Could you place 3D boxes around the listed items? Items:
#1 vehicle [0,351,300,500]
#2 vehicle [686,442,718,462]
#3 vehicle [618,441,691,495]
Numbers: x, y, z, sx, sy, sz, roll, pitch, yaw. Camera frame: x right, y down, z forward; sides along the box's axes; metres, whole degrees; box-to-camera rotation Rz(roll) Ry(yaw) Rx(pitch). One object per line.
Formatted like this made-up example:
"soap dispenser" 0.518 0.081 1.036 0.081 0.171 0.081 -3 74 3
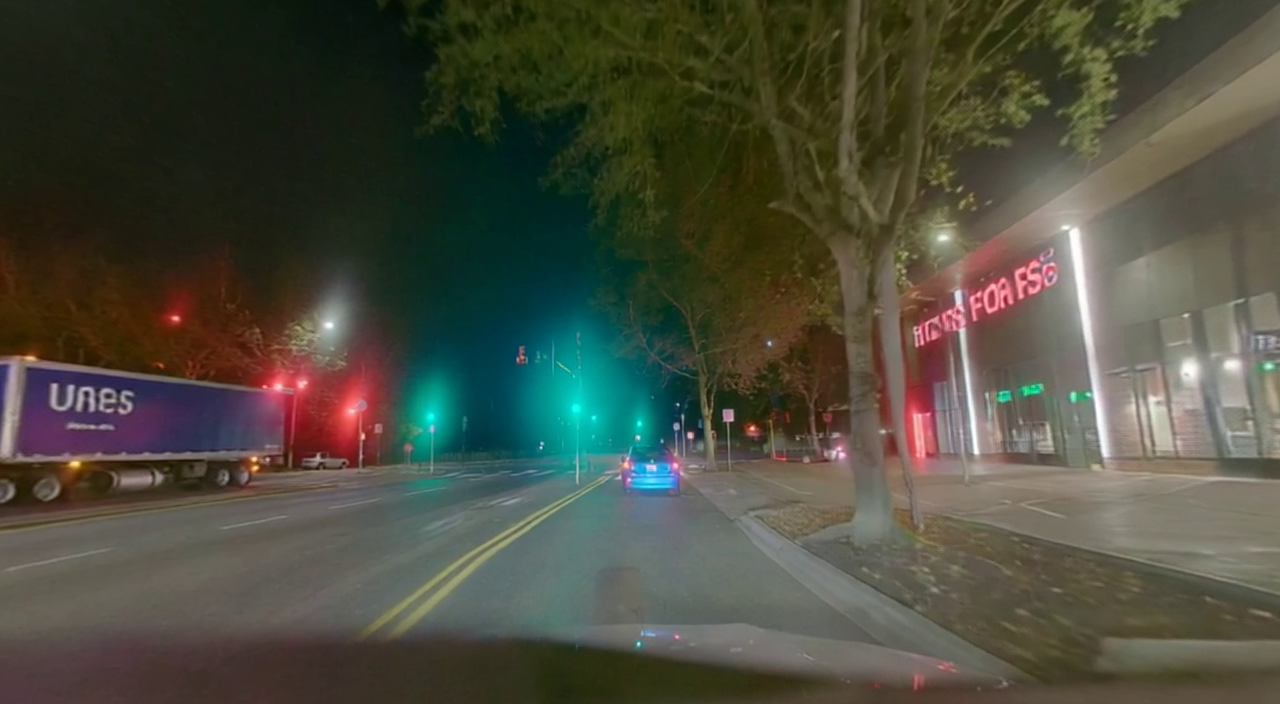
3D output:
"vehicle" -17.436 2.541 20.819 2.792 4.025 11.784 -3 -9 20
"vehicle" 4.900 7.844 49.576 2.012 1.468 4.169 -1 -9 11
"vehicle" 0.487 3.510 19.534 2.006 1.470 3.799 0 -9 3
